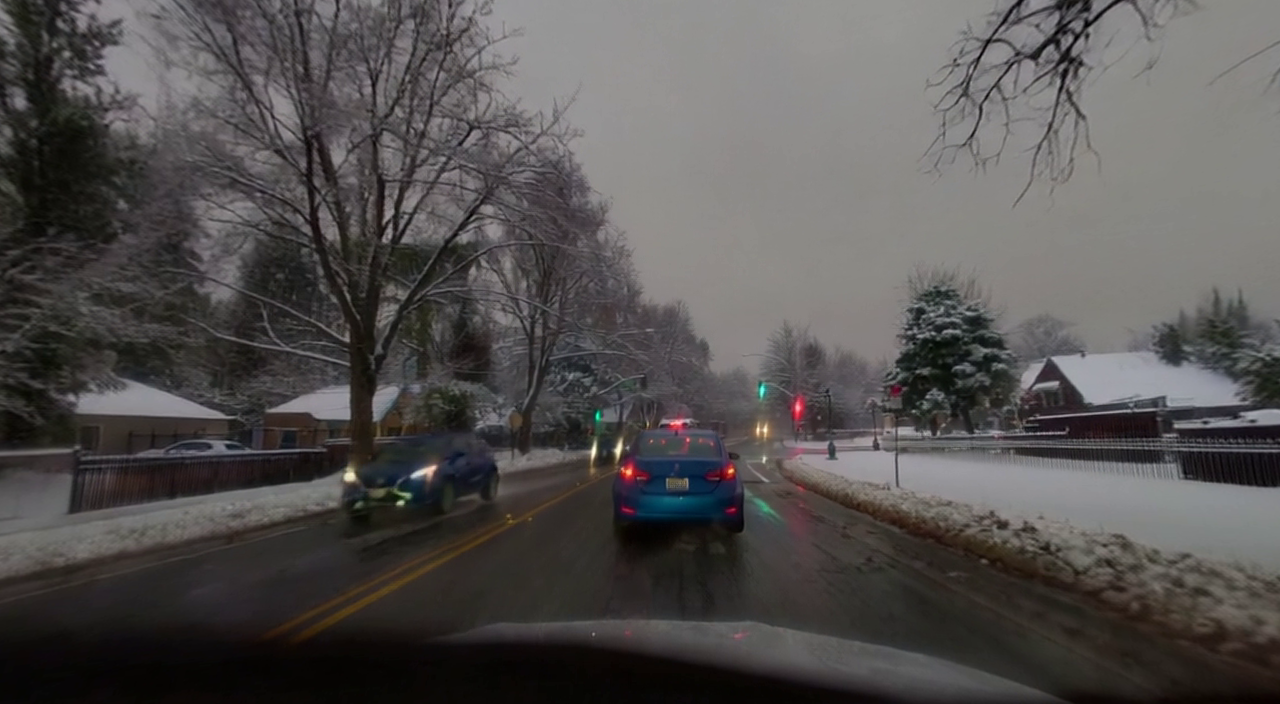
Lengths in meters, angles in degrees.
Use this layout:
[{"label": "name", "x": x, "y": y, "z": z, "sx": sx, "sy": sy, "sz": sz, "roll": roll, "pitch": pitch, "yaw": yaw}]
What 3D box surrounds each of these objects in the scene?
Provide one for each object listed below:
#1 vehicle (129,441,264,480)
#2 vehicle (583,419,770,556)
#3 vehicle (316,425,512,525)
[{"label": "vehicle", "x": -17.847, "y": 4.347, "z": 25.448, "sx": 4.069, "sy": 1.445, "sz": 2.063, "roll": -2, "pitch": -9, "yaw": 9}, {"label": "vehicle", "x": 0.449, "y": 1.803, "z": 9.068, "sx": 2.070, "sy": 1.516, "sz": 3.936, "roll": 0, "pitch": -8, "yaw": 1}, {"label": "vehicle", "x": -4.385, "y": 2.455, "z": 13.217, "sx": 2.082, "sy": 1.682, "sz": 4.623, "roll": -1, "pitch": -8, "yaw": 4}]
